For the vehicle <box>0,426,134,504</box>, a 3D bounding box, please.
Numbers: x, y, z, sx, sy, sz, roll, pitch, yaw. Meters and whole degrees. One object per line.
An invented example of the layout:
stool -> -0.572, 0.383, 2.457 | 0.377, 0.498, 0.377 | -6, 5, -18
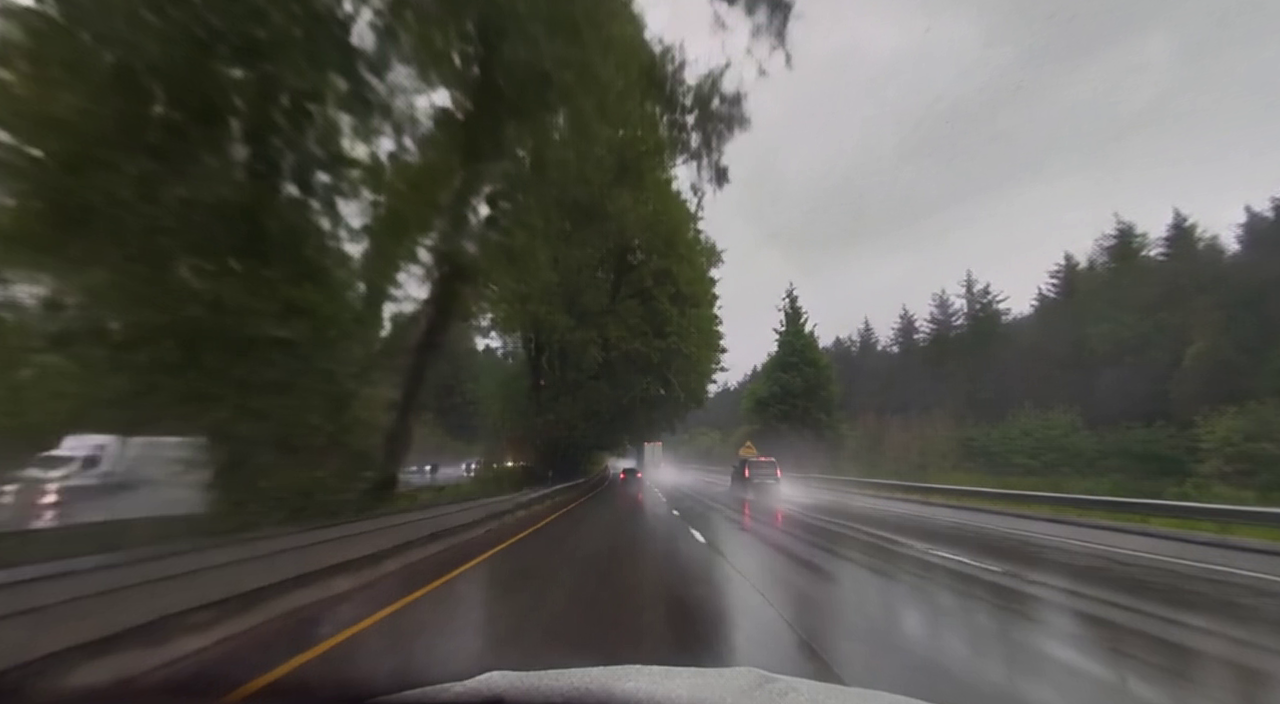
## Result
vehicle -> -31.812, 6.194, 34.504 | 2.934, 3.826, 5.929 | 1, -10, -1

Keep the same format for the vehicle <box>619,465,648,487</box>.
vehicle -> -0.494, 8.947, 45.665 | 1.987, 1.467, 3.903 | 1, -10, -1

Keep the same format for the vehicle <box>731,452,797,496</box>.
vehicle -> 5.593, 5.608, 29.071 | 1.998, 1.776, 4.663 | 1, -10, -1

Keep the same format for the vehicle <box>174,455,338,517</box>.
vehicle -> -11.638, 4.097, 19.613 | 1.952, 1.618, 4.859 | 1, -10, 1
